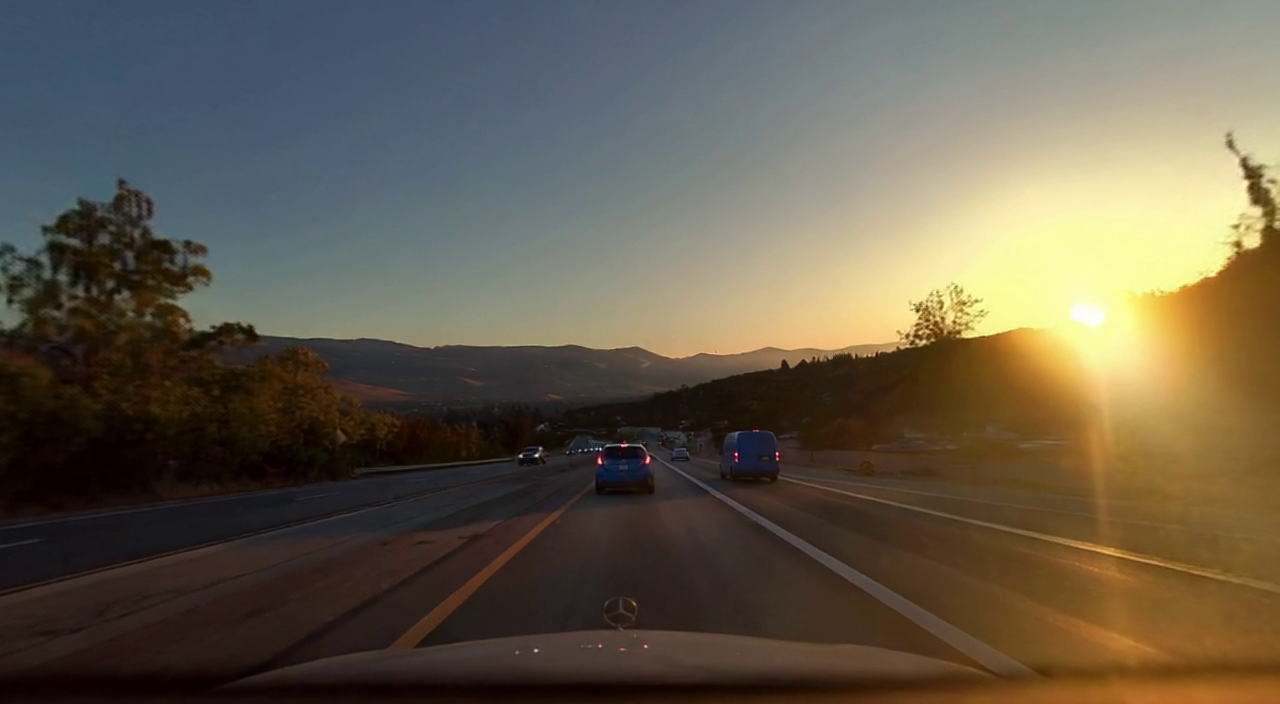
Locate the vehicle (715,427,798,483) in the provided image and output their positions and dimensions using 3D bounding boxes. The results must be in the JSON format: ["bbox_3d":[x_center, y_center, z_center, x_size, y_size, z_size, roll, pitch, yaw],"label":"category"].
[{"bbox_3d":[4.451,4.050,24.855,2.261,1.952,4.784,0,-9,-1],"label":"vehicle"}]

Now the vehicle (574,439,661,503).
[{"bbox_3d":[-0.529,3.083,16.603,2.029,1.483,3.769,0,-9,0],"label":"vehicle"}]
